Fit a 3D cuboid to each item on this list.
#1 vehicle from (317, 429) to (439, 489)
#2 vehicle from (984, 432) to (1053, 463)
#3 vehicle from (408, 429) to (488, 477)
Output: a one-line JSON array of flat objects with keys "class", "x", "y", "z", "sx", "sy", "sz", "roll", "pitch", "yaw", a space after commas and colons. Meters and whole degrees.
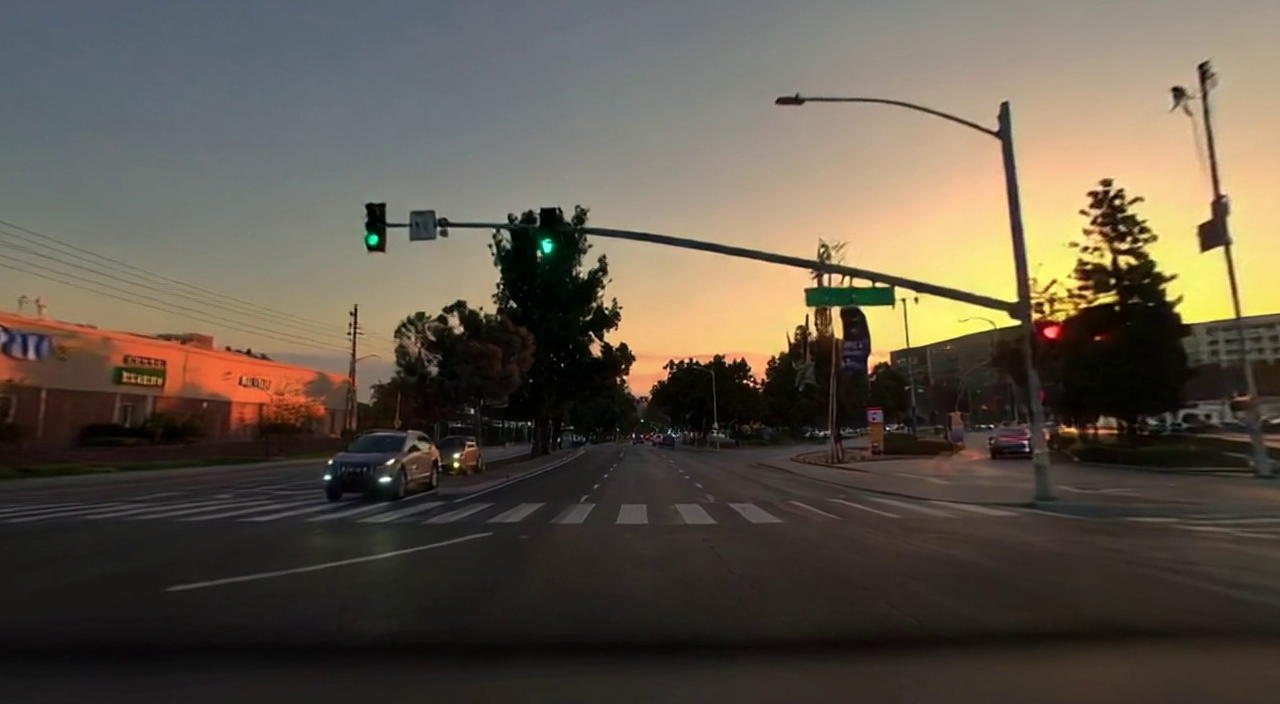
[{"class": "vehicle", "x": -8.484, "y": 3.479, "z": 21.068, "sx": 1.946, "sy": 1.710, "sz": 5.044, "roll": -1, "pitch": -8, "yaw": 0}, {"class": "vehicle", "x": 20.235, "y": 5.075, "z": 33.690, "sx": 2.094, "sy": 1.488, "sz": 4.433, "roll": -8, "pitch": -11, "yaw": 43}, {"class": "vehicle", "x": -8.364, "y": 4.414, "z": 28.032, "sx": 2.037, "sy": 1.799, "sz": 4.928, "roll": -3, "pitch": -7, "yaw": 0}]
